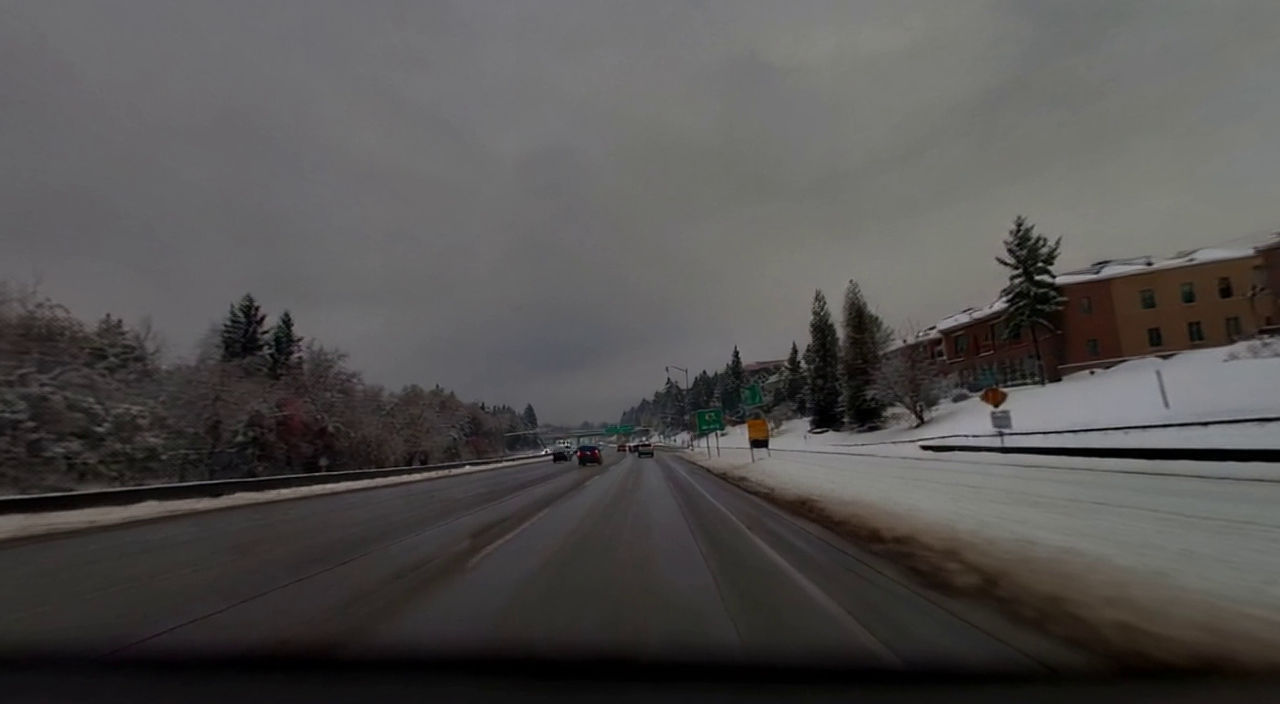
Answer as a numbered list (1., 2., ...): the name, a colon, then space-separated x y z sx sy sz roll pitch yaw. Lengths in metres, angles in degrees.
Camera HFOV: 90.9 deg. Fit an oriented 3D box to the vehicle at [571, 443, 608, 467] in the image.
1. vehicle: -3.326 6.881 42.197 2.112 1.489 4.266 -1 -8 0
